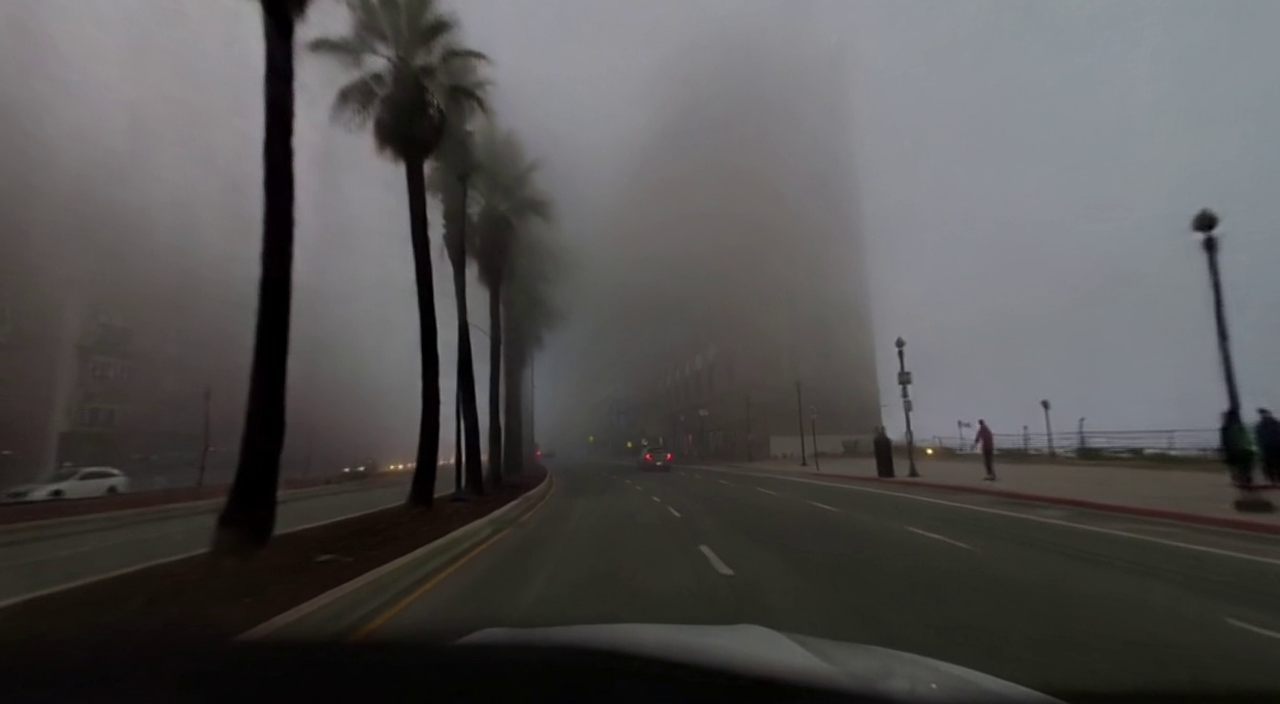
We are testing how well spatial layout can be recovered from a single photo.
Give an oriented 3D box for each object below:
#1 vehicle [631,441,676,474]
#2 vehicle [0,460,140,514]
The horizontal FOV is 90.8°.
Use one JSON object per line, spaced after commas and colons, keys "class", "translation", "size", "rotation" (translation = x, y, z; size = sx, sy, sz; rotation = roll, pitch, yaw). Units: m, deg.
{"class": "vehicle", "translation": [0.767, 6.954, 42.063], "size": [2.284, 2.010, 6.670], "rotation": [0, -8, -5]}
{"class": "vehicle", "translation": [-21.804, 4.944, 23.633], "size": [2.285, 1.689, 4.968], "rotation": [0, -9, -3]}
